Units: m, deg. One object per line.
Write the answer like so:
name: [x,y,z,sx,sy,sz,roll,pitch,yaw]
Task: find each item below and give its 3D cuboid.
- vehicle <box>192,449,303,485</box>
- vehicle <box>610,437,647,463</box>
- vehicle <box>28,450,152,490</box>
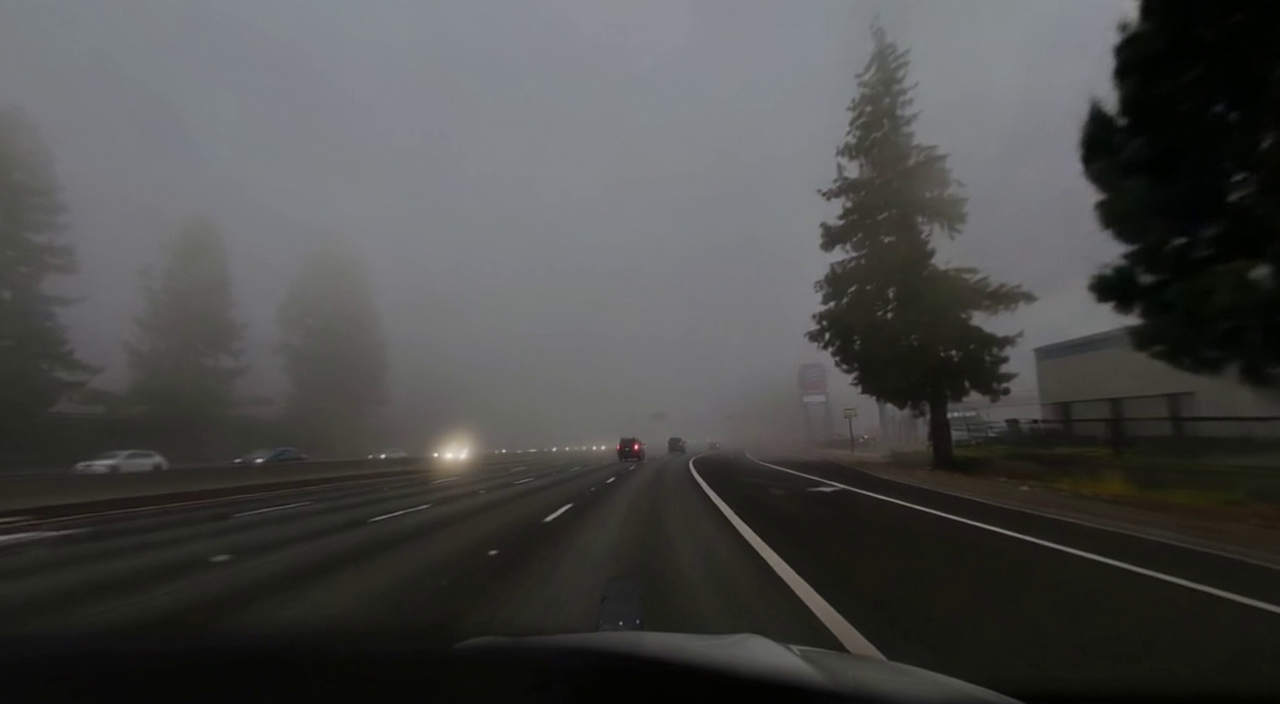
vehicle: [-17.859,5.218,29.043,1.879,1.483,4.697,-1,-8,4]
vehicle: [-0.796,7.047,45.697,2.139,1.782,4.079,-1,-8,6]
vehicle: [-24.320,5.185,28.162,1.803,1.619,3.952,-1,-8,3]
